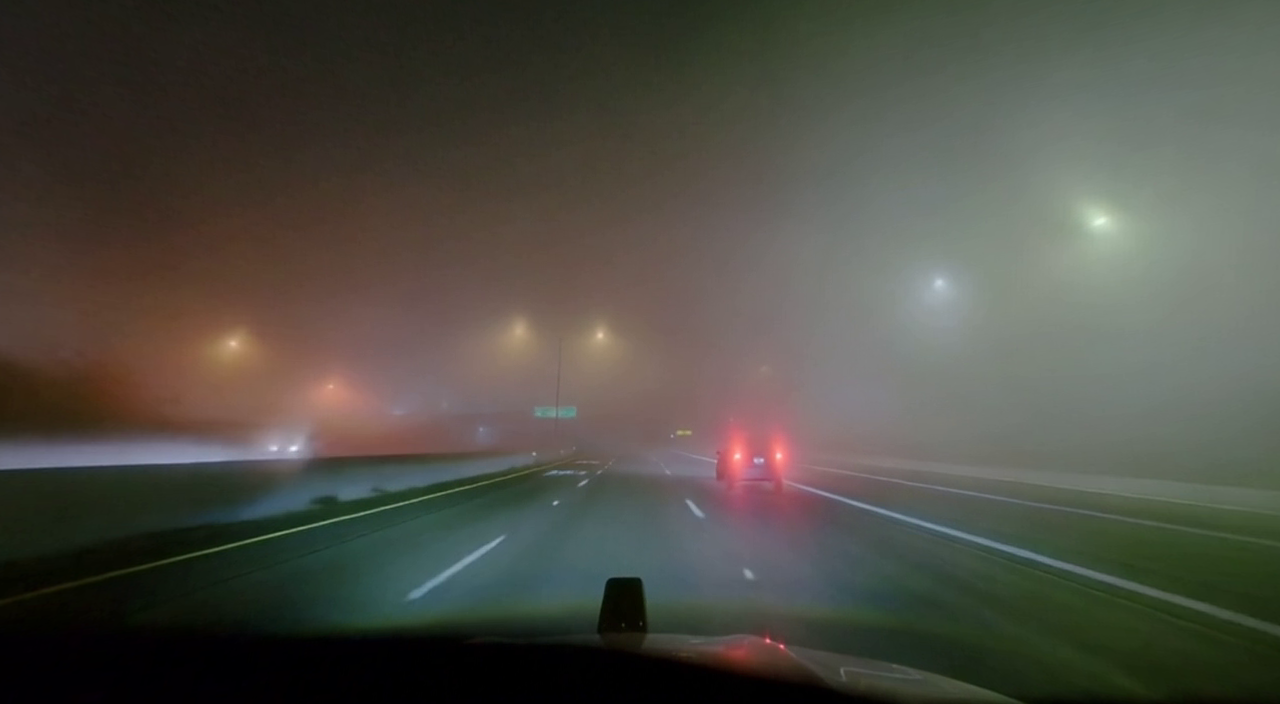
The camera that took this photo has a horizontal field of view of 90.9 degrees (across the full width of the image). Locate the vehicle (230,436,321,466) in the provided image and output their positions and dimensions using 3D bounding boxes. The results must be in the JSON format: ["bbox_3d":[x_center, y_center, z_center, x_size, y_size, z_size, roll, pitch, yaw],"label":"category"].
[{"bbox_3d":[-18.857,5.138,32.922,2.120,1.433,4.540,-1,-8,-1],"label":"vehicle"}]

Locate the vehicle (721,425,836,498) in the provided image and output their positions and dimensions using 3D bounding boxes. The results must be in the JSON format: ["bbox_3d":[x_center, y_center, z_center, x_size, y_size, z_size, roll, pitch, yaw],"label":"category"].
[{"bbox_3d":[3.543,2.912,17.162,2.039,1.701,4.834,0,-8,0],"label":"vehicle"}]
